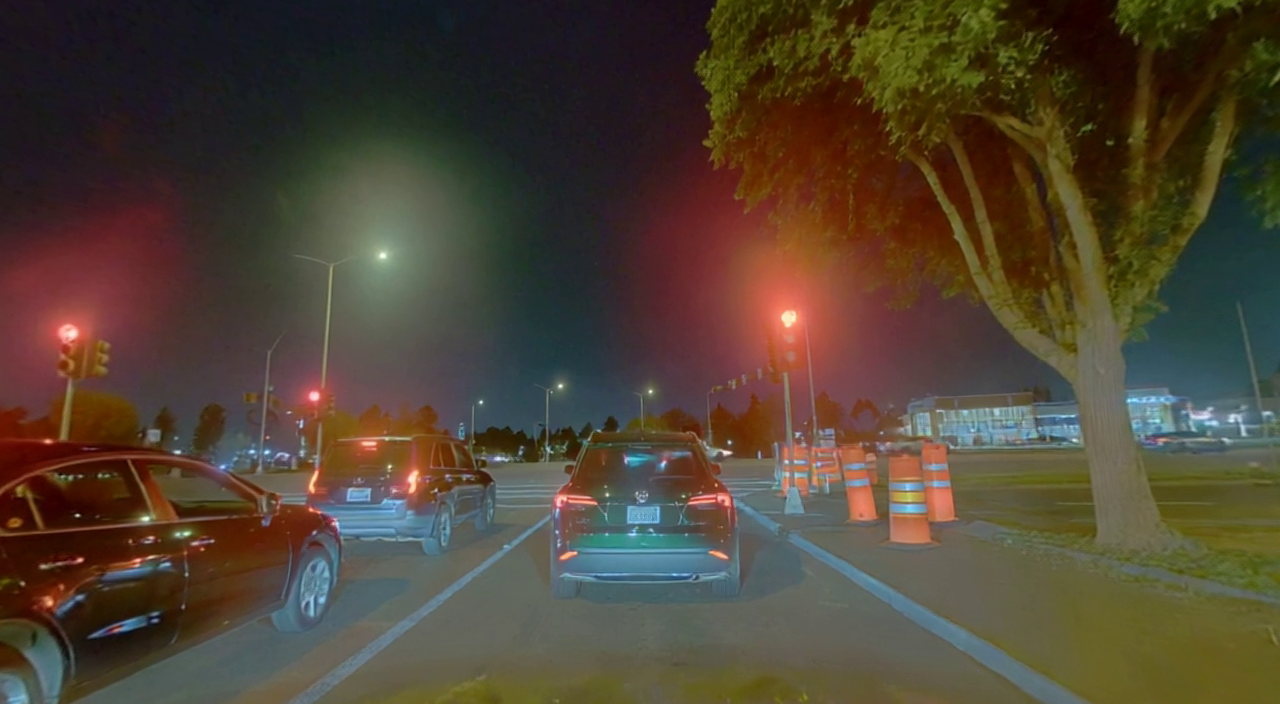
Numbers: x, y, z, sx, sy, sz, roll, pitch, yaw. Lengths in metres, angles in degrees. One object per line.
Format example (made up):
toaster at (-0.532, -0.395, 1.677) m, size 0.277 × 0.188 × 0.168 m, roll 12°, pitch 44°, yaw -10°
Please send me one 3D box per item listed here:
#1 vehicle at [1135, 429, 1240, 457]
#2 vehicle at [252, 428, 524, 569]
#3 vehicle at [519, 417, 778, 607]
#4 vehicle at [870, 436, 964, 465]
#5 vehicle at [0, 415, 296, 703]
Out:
vehicle at (35.351, 5.893, 40.751) m, size 4.827 × 1.729 × 1.986 m, roll 0°, pitch -9°, yaw 1°
vehicle at (-3.271, 2.001, 9.447) m, size 1.989 × 1.541 × 4.626 m, roll 0°, pitch -9°, yaw 2°
vehicle at (0.112, 1.626, 7.209) m, size 2.167 × 1.560 × 3.676 m, roll 0°, pitch -9°, yaw 1°
vehicle at (17.691, 6.329, 40.384) m, size 5.002 × 1.768 × 2.065 m, roll 0°, pitch -9°, yaw 2°
vehicle at (-3.584, 0.946, 2.154) m, size 2.064 × 1.497 × 4.722 m, roll 0°, pitch -9°, yaw 1°
